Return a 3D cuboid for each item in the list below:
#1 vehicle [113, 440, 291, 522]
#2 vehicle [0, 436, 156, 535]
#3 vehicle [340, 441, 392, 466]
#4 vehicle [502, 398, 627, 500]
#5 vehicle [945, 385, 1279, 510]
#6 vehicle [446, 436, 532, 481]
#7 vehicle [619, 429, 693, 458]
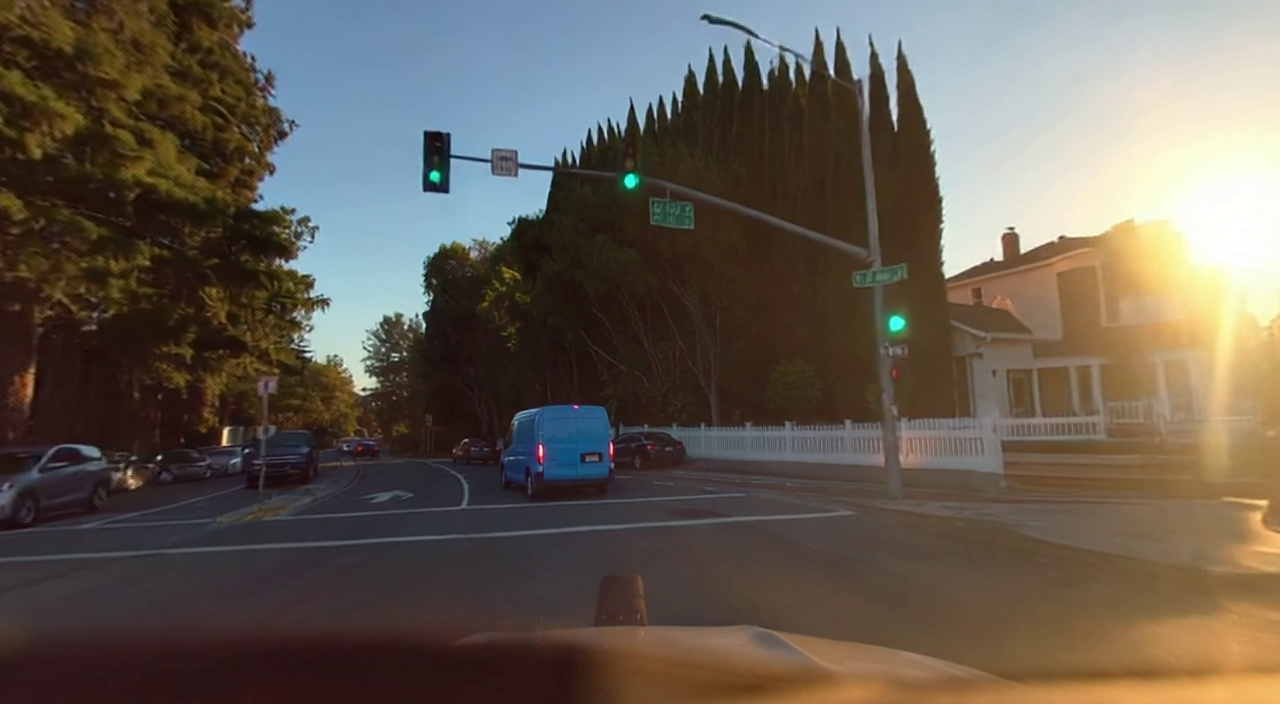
[{"bbox_3d":[-9.422,2.712,14.075,1.952,1.461,4.377,2,-8,-17],"label":"vehicle"},{"bbox_3d":[-12.778,2.745,13.708,2.078,1.783,4.670,2,-8,-18],"label":"vehicle"},{"bbox_3d":[-17.548,6.451,40.353,1.911,1.493,4.291,6,-10,-39],"label":"vehicle"},{"bbox_3d":[-2.101,2.399,16.010,2.213,2.124,4.809,2,-8,-18],"label":"vehicle"},{"bbox_3d":[9.917,1.900,12.812,2.514,2.026,6.104,6,-10,-41],"label":"vehicle"},{"bbox_3d":[-5.595,3.798,23.009,2.008,1.445,4.386,4,-9,-28],"label":"vehicle"},{"bbox_3d":[1.052,5.823,40.436,4.559,1.754,1.985,6,-10,-41],"label":"vehicle"}]
